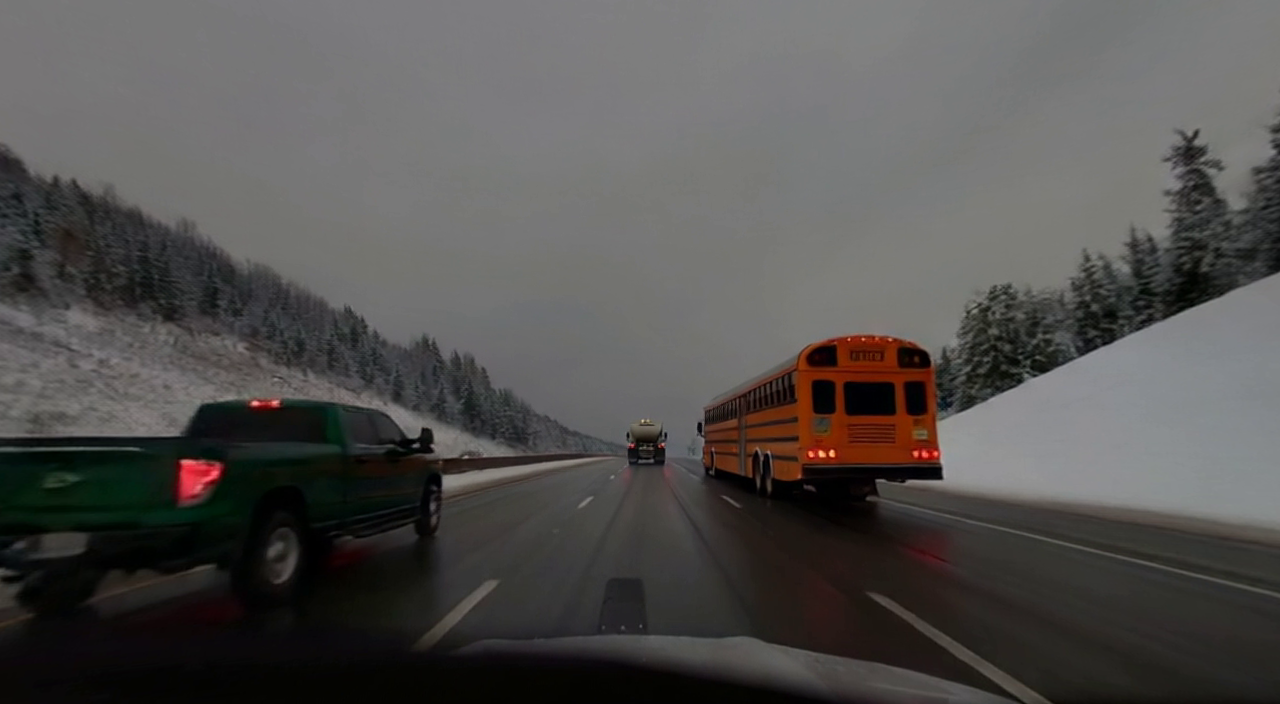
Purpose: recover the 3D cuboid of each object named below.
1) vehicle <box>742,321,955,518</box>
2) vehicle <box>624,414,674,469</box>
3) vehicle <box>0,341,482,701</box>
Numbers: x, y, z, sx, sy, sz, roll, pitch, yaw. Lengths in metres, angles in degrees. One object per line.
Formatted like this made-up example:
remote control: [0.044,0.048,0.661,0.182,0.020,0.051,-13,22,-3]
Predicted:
vehicle: [4.447,1.744,15.361,2.716,3.705,7.018,0,-8,0]
vehicle: [0.565,6.119,42.955,2.948,3.265,10.569,0,-8,0]
vehicle: [-3.564,1.318,6.387,2.241,1.927,5.833,0,-8,2]
